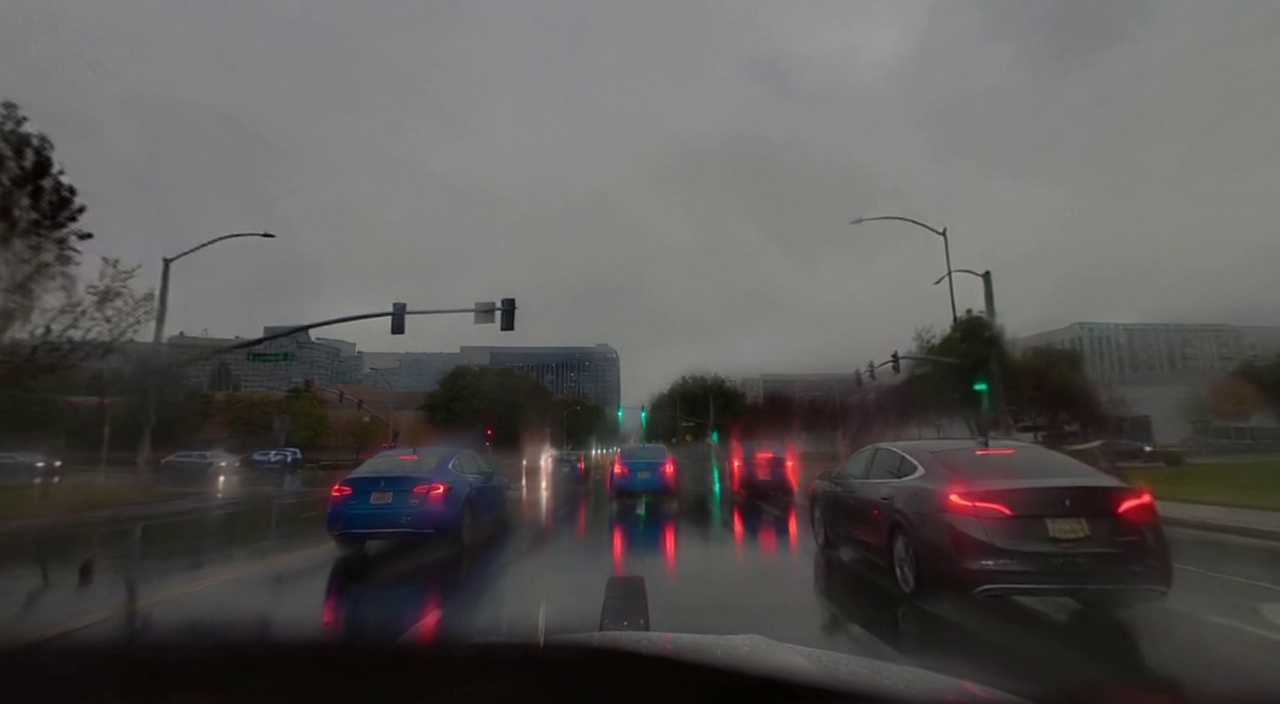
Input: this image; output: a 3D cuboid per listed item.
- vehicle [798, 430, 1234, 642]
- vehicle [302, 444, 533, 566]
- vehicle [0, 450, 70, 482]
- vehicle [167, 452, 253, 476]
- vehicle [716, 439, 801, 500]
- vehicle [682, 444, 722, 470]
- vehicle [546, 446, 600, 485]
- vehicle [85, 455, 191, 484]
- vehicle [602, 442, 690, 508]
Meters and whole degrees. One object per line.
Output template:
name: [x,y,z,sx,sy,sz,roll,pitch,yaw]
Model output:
vehicle: [3.342,1.691,6.986,1.951,1.522,4.614,0,-8,0]
vehicle: [-3.151,2.238,10.094,2.015,1.478,4.407,-1,-8,1]
vehicle: [-38.012,6.879,37.986,5.268,1.770,2.107,-2,-9,1]
vehicle: [-30.243,7.872,44.415,4.427,1.629,2.213,-1,-8,2]
vehicle: [3.654,3.695,20.238,1.938,1.732,4.006,0,-8,0]
vehicle: [4.051,6.948,42.029,2.138,1.624,4.417,0,-8,-1]
vehicle: [-2.879,4.939,27.818,2.089,1.537,4.073,0,-8,-2]
vehicle: [-29.689,6.947,37.370,4.551,1.533,2.070,-1,-8,2]
vehicle: [0.098,3.319,17.496,2.144,1.563,4.218,0,-9,-1]
